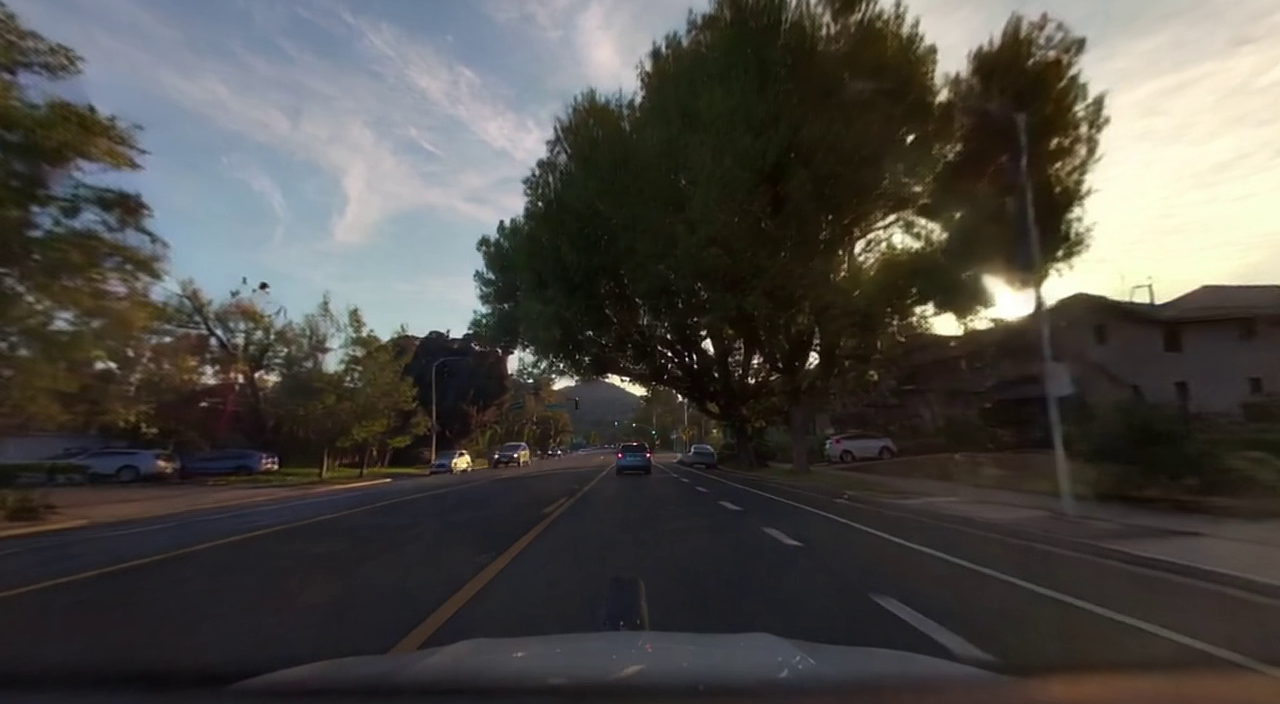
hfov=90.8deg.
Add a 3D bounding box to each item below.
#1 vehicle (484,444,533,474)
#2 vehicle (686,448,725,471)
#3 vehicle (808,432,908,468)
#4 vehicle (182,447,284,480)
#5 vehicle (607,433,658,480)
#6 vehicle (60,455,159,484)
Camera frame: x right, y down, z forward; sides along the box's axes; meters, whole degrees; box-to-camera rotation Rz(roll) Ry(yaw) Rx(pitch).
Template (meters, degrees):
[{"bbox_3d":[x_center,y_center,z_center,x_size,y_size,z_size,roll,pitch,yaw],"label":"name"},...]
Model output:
[{"bbox_3d":[-8.398,6.857,40.720,2.114,1.811,4.949,0,-8,-1],"label":"vehicle"},{"bbox_3d":[4.432,7.328,43.354,1.963,1.469,4.709,0,-8,-2],"label":"vehicle"},{"bbox_3d":[12.405,5.596,36.176,4.870,1.926,2.094,0,-8,-1],"label":"vehicle"},{"bbox_3d":[-21.243,5.810,33.110,4.020,1.635,1.875,0,-8,2],"label":"vehicle"},{"bbox_3d":[-0.358,4.746,29.009,2.153,1.942,4.767,0,-8,-1],"label":"vehicle"},{"bbox_3d":[-27.258,6.023,32.523,3.522,1.372,1.652,0,-9,-2],"label":"vehicle"}]
